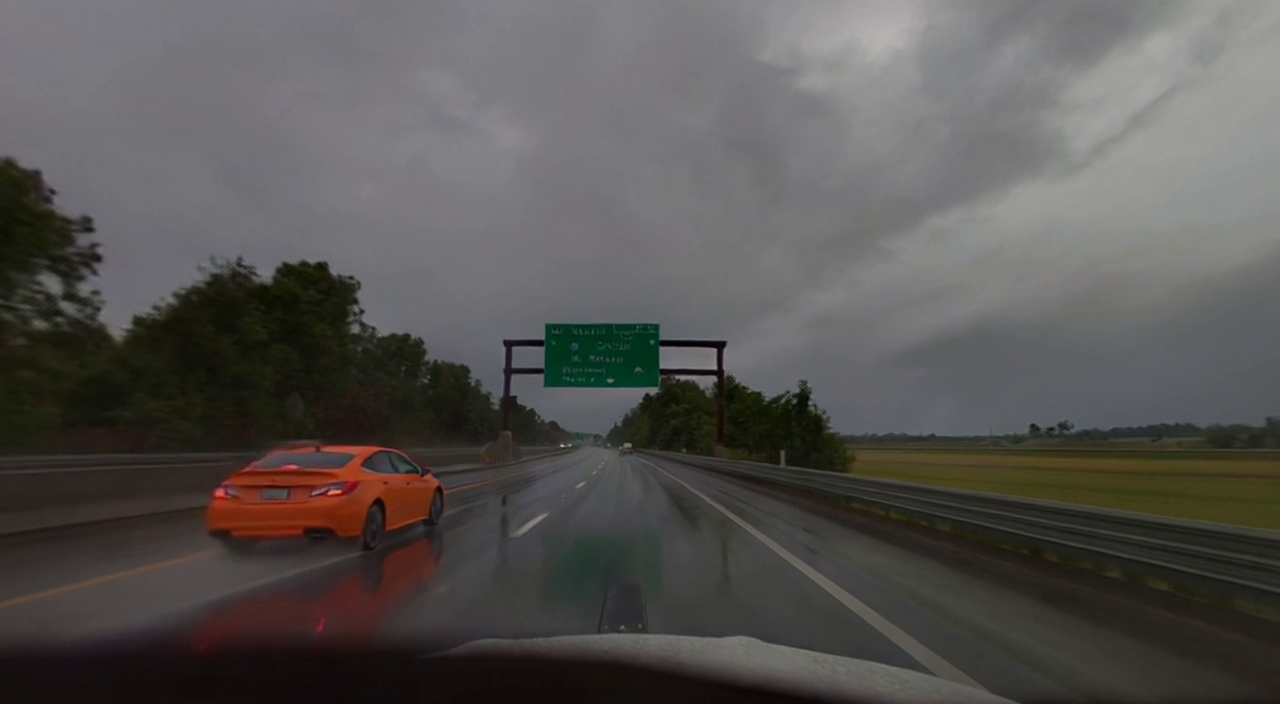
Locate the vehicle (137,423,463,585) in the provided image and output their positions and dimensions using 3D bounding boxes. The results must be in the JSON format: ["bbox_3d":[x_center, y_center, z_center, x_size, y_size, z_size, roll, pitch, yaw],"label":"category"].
[{"bbox_3d":[-3.830,1.768,8.089,1.990,1.532,3.911,0,-9,0],"label":"vehicle"}]
